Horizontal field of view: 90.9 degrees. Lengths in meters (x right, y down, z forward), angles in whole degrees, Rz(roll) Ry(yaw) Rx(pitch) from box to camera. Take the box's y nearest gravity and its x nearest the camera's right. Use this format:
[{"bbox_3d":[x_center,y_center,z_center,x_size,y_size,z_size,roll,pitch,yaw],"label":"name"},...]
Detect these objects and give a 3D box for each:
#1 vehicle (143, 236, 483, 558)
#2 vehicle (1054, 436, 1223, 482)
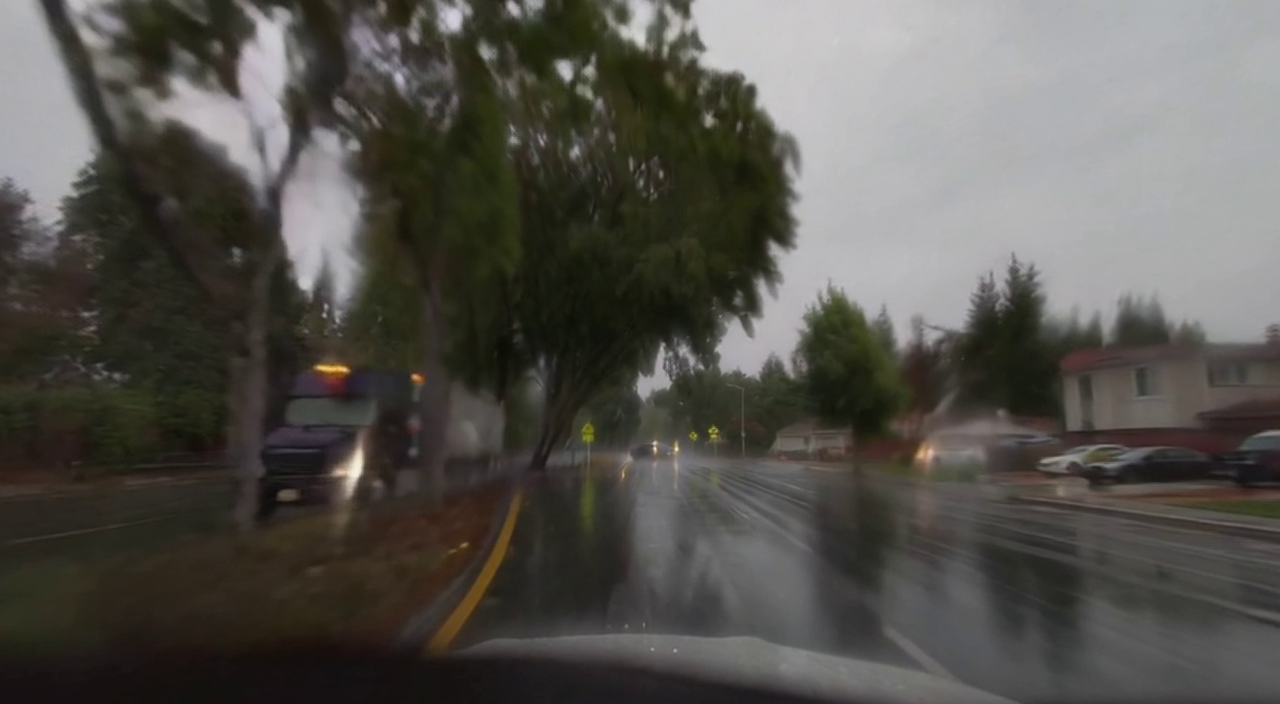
[{"bbox_3d":[-4.202,0.712,9.157,3.008,3.786,3.422,0,-8,-3],"label":"vehicle"},{"bbox_3d":[21.363,4.589,27.186,5.374,1.825,2.157,0,-8,0],"label":"vehicle"}]
